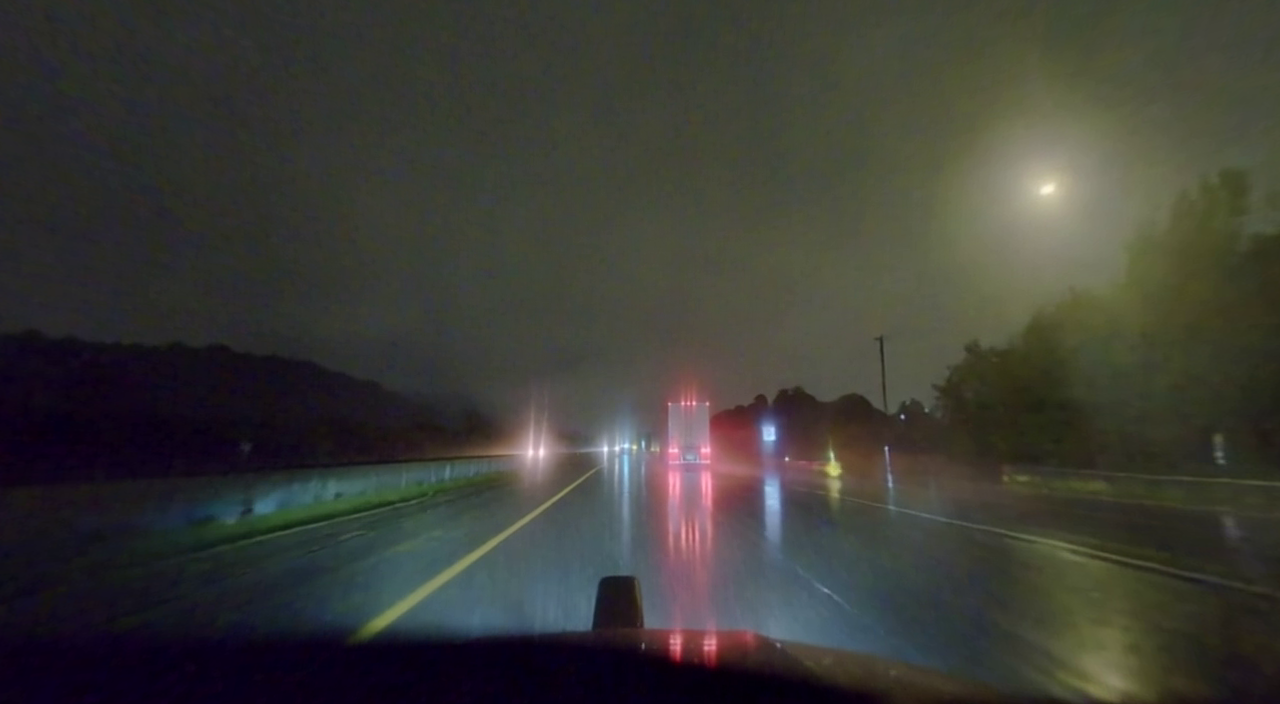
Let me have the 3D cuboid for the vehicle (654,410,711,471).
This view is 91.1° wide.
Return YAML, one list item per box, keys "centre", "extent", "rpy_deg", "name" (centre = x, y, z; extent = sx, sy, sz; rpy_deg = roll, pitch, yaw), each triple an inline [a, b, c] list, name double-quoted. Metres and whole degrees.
- centre: [3.015, 6.946, 49.193]
  extent: [2.938, 4.076, 13.362]
  rpy_deg: [0, -8, -3]
  name: "vehicle"
